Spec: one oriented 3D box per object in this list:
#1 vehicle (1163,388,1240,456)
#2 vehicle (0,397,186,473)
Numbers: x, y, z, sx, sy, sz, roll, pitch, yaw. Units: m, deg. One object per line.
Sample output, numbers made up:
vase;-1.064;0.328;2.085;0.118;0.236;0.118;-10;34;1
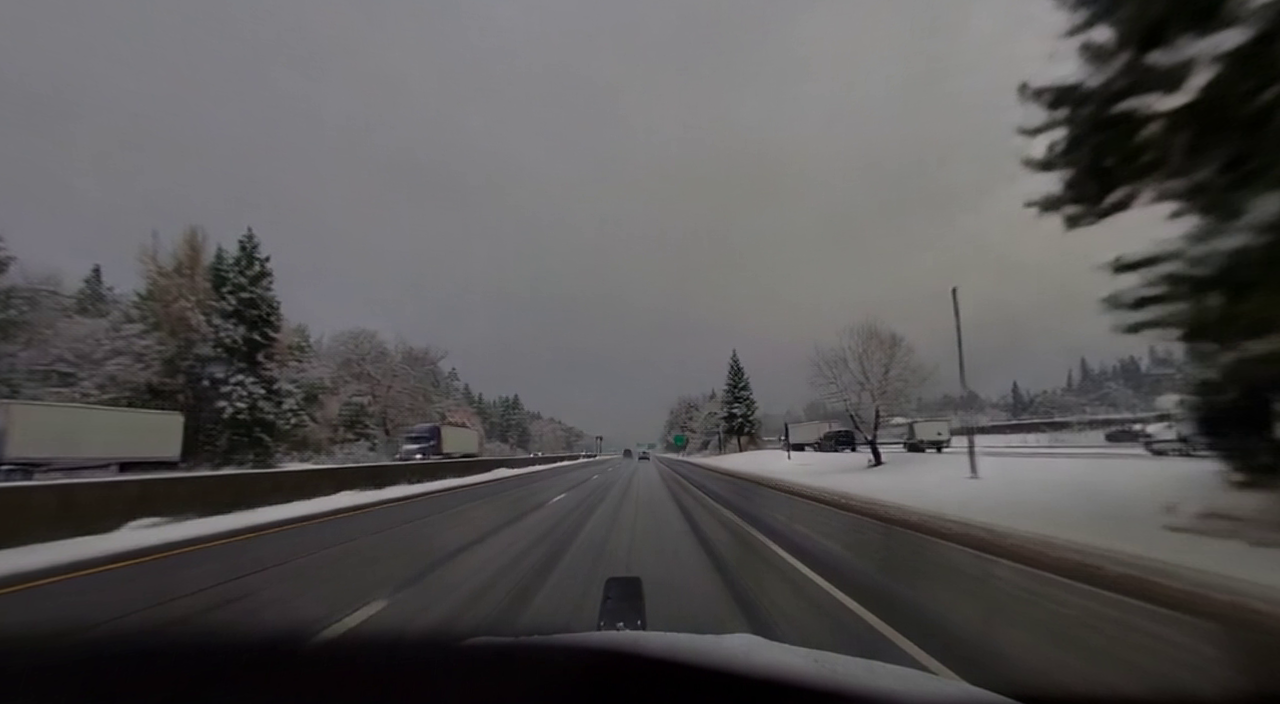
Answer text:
vehicle;37.522;4.882;41.865;2.837;3.906;12.616;-9;-12;43
vehicle;-38.509;5.757;42.572;3.133;4.363;16.928;0;-9;0
